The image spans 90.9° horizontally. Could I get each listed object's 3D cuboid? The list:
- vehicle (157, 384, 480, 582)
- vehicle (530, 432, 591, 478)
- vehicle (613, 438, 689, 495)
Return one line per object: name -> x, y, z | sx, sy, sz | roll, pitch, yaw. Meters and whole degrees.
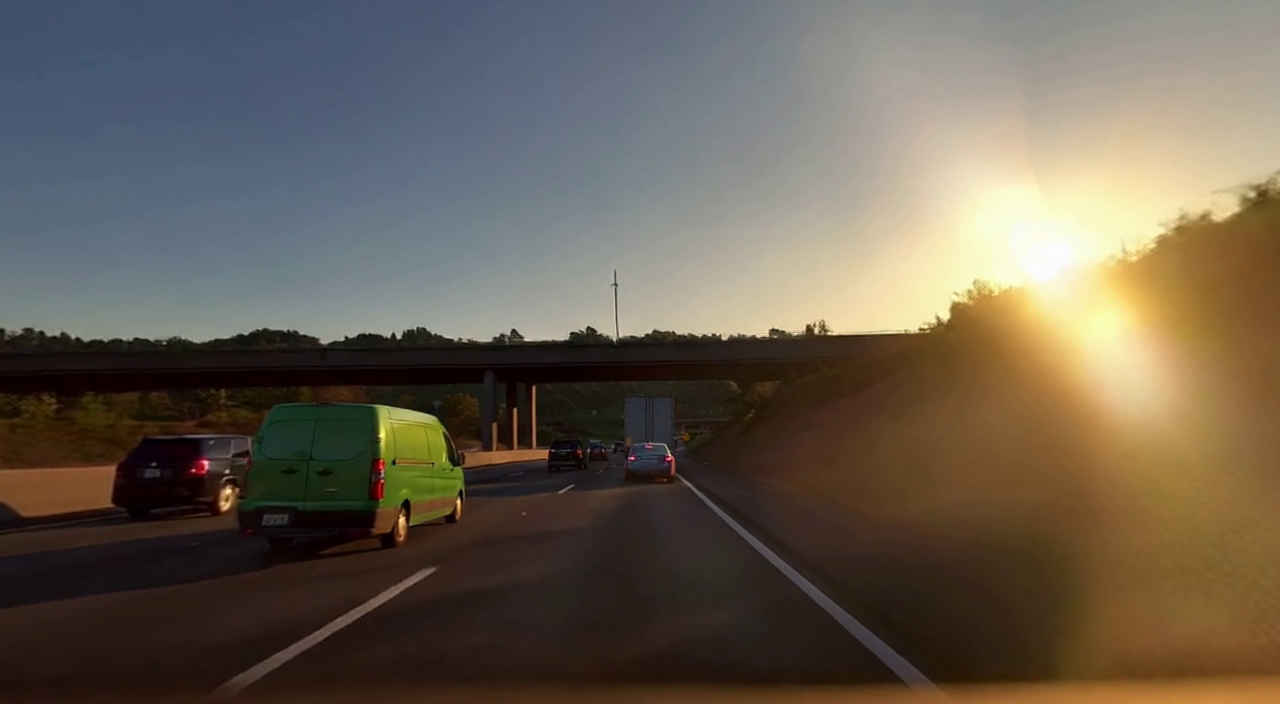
vehicle -> -3.580, 1.547, 8.063 | 1.951, 1.882, 3.979 | 0, -9, 1
vehicle -> -3.380, 4.509, 27.740 | 2.068, 1.862, 4.234 | 0, -9, 1
vehicle -> 0.274, 3.288, 18.364 | 1.991, 1.507, 3.391 | 0, -9, 0
